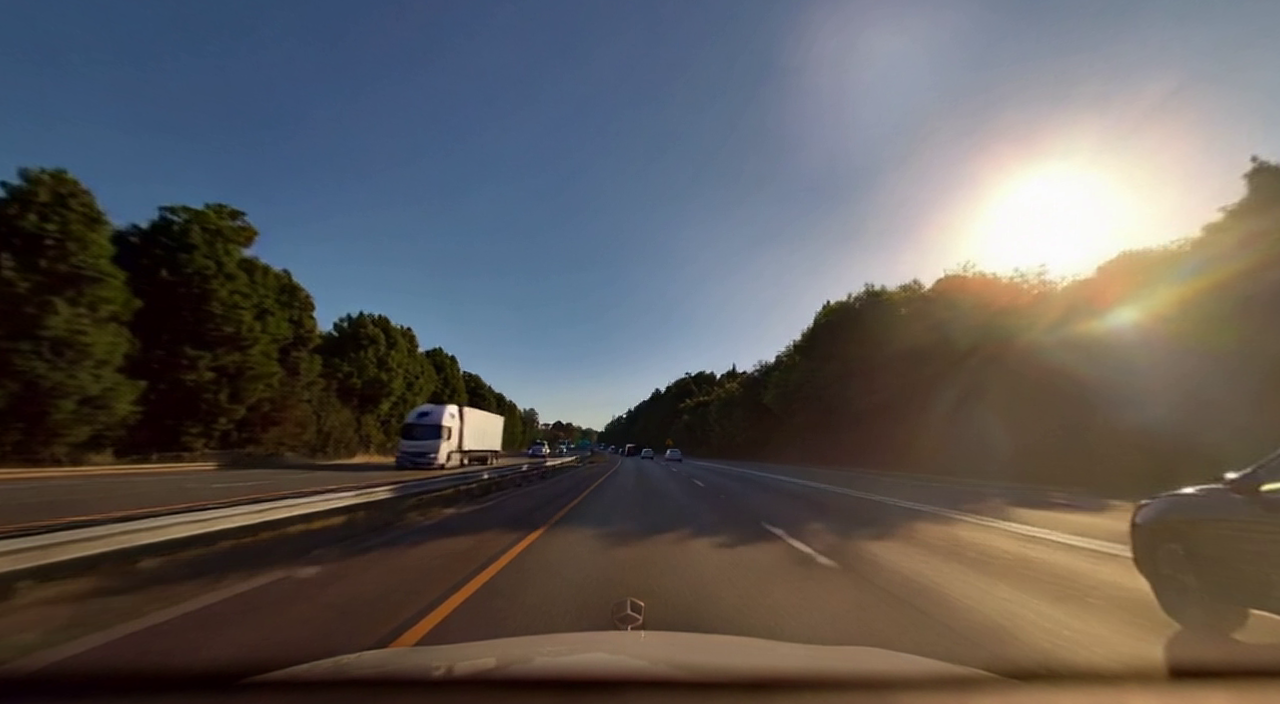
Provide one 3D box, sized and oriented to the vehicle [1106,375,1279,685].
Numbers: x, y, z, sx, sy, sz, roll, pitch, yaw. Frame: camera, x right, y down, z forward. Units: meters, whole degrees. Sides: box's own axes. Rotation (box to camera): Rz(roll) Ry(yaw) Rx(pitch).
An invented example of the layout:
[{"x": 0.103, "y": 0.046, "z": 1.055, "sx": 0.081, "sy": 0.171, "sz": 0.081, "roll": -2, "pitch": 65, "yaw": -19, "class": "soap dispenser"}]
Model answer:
[{"x": 4.425, "y": 0.802, "z": 2.363, "sx": 1.933, "sy": 1.663, "sz": 4.440, "roll": 0, "pitch": -9, "yaw": 0, "class": "vehicle"}]
